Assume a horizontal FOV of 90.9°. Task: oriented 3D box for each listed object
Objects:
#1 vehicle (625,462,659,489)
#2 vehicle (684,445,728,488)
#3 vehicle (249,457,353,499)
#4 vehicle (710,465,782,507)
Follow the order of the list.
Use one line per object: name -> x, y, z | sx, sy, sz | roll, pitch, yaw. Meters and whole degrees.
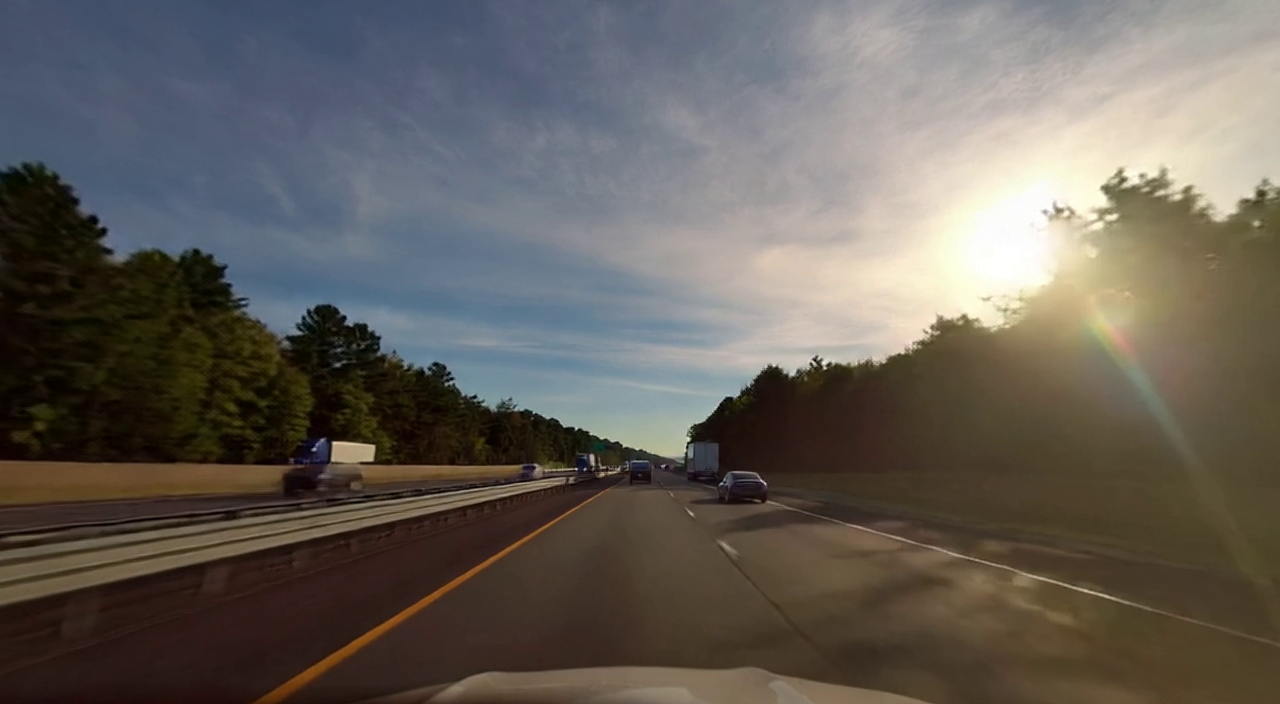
vehicle -> 0.153, 8.419, 43.008 | 2.212, 1.717, 4.452 | 1, -10, 1
vehicle -> 4.907, 8.700, 47.775 | 2.563, 2.975, 6.941 | 1, -10, 0
vehicle -> -13.493, 5.027, 25.365 | 1.971, 1.518, 3.749 | 1, -10, 1
vehicle -> 4.323, 5.591, 26.650 | 2.073, 1.532, 4.969 | 1, -10, -1
